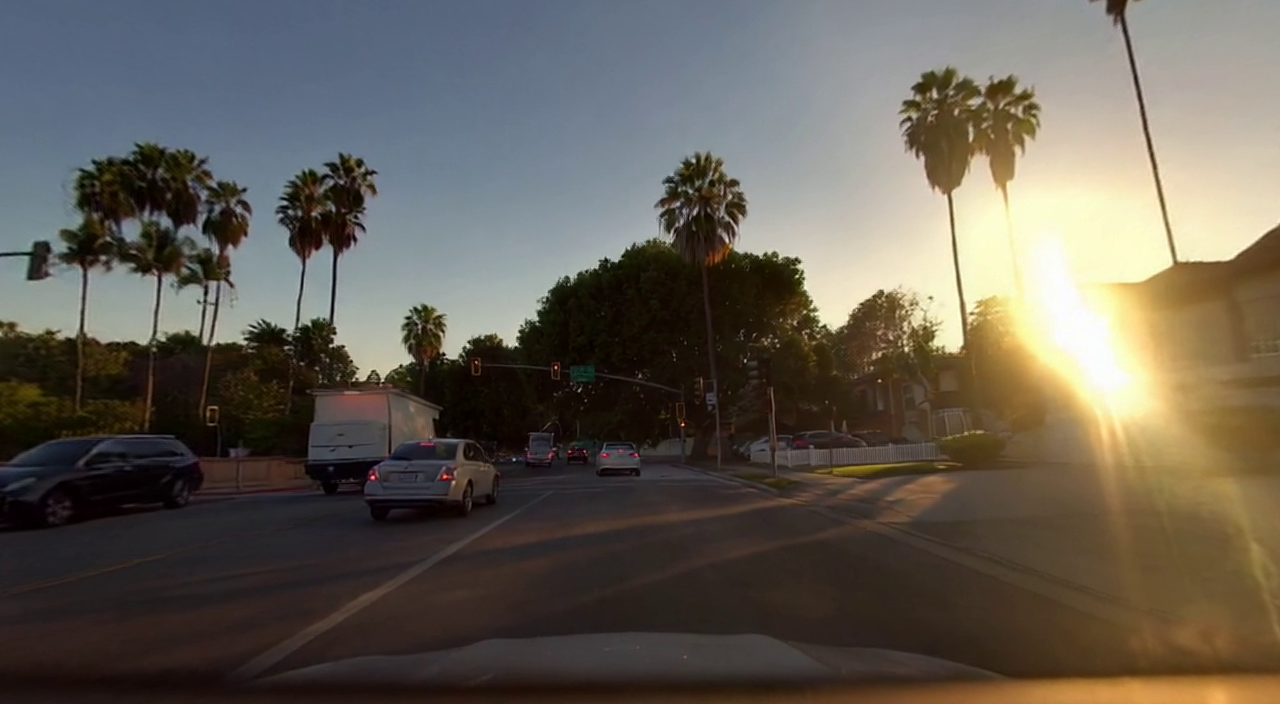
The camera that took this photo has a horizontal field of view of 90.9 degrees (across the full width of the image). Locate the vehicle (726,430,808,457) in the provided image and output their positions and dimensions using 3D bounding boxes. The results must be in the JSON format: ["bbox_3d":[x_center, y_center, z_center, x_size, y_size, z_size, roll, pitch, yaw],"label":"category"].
[{"bbox_3d":[8.377,6.043,41.651,4.742,1.690,2.218,2,-9,-19],"label":"vehicle"}]

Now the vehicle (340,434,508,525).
[{"bbox_3d":[-3.928,2.365,12.327,1.709,1.425,4.337,-1,-8,1],"label":"vehicle"}]

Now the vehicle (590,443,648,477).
[{"bbox_3d":[-0.901,4.291,25.313,2.131,1.222,3.868,0,-8,-3],"label":"vehicle"}]

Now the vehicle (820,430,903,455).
[{"bbox_3d":[14.232,5.814,40.534,4.615,1.555,2.021,2,-9,-15],"label":"vehicle"}]

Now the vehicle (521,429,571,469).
[{"bbox_3d":[-4.724,4.936,32.315,2.032,1.852,4.571,-1,-8,-2],"label":"vehicle"}]

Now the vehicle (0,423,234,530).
[{"bbox_3d":[-10.799,2.311,12.358,2.364,1.648,5.116,-1,-8,-2],"label":"vehicle"}]

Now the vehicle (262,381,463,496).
[{"bbox_3d":[-7.535,2.535,18.407,2.821,2.701,6.721,-1,-8,0],"label":"vehicle"}]
